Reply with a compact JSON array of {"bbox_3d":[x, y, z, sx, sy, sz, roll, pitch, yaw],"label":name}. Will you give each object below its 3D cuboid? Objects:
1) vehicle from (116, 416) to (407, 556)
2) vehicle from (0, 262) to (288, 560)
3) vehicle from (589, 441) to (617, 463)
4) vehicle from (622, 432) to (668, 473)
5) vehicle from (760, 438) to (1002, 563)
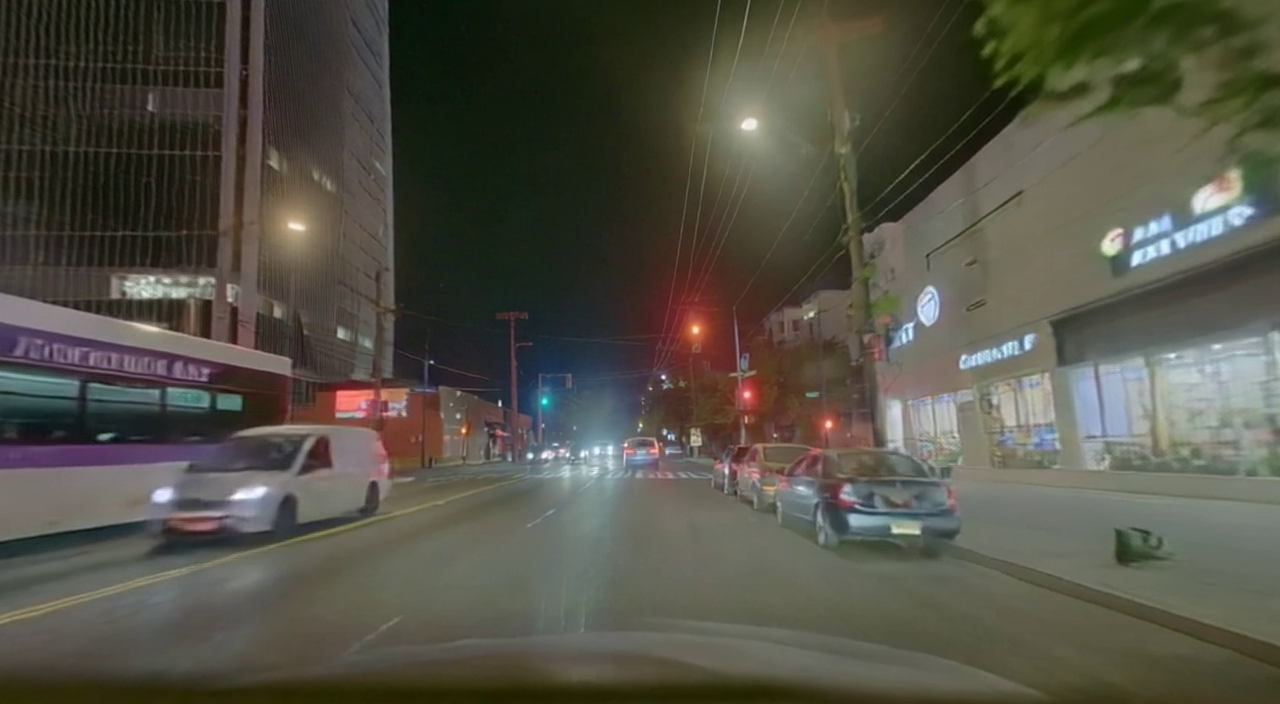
[{"bbox_3d":[-5.588,2.009,10.151,2.050,1.763,4.119,0,-8,1],"label":"vehicle"},{"bbox_3d":[-9.398,0.655,7.186,3.022,3.627,13.129,-1,-9,1],"label":"vehicle"},{"bbox_3d":[-2.853,7.785,49.320,2.026,1.616,4.109,1,-8,-1],"label":"vehicle"},{"bbox_3d":[0.306,5.025,31.642,2.127,1.893,4.194,0,-8,2],"label":"vehicle"},{"bbox_3d":[3.318,2.121,9.869,2.018,1.474,4.524,0,-8,0],"label":"vehicle"}]
